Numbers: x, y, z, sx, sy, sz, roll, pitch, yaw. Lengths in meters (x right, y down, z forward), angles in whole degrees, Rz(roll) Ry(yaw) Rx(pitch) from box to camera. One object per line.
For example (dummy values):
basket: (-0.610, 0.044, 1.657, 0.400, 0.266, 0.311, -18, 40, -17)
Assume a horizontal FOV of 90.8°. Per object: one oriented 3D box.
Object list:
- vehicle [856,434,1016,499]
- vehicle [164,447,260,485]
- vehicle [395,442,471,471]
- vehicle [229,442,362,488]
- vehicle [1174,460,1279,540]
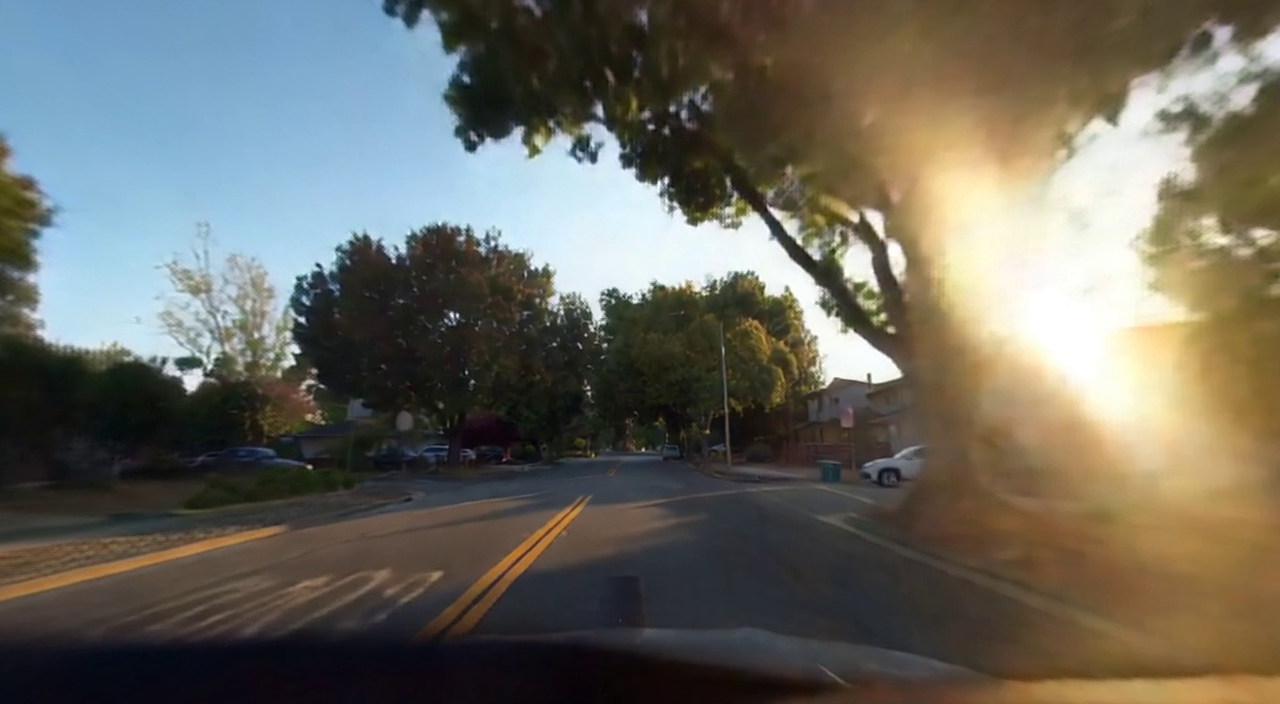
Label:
vehicle: (10.702, 4.180, 22.964, 4.854, 1.771, 2.123, -12, -12, 29)
vehicle: (-21.511, 5.678, 31.711, 4.507, 1.774, 1.923, -5, -9, 27)
vehicle: (-14.586, 7.359, 44.677, 2.066, 1.852, 4.782, -6, -10, 34)
vehicle: (-15.631, 5.063, 28.599, 6.072, 1.882, 2.277, -5, -9, 29)
vehicle: (14.371, 3.039, 13.316, 4.231, 1.493, 1.941, -9, -11, 26)
